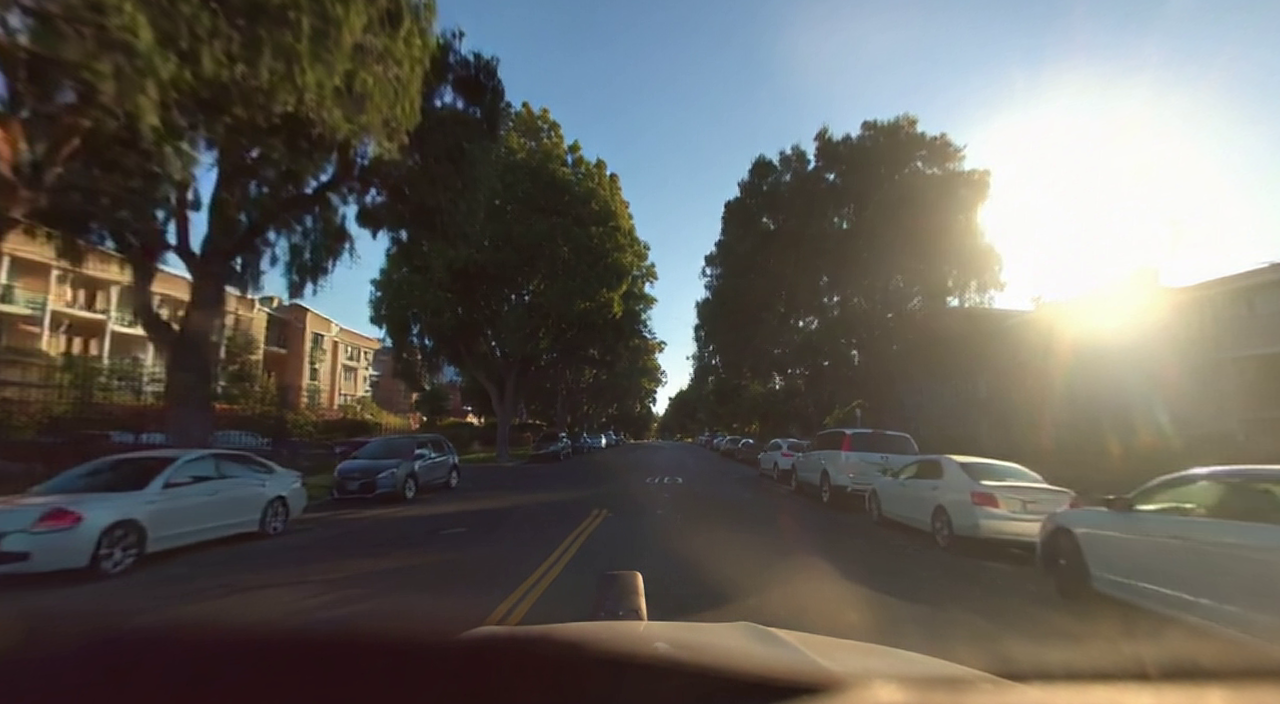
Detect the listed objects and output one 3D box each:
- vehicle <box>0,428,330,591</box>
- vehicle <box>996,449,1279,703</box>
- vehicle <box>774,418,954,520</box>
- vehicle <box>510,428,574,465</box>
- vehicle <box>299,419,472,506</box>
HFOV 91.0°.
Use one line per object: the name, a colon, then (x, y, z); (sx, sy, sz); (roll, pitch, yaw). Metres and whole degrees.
vehicle: (-6.336, 1.877, 8.317); (2.067, 1.510, 4.501); (-2, -9, 2)
vehicle: (4.672, 1.392, 4.329); (1.977, 1.410, 4.744); (-1, -9, 4)
vehicle: (5.039, 2.738, 15.400); (2.365, 1.970, 6.011); (0, -9, 2)
vehicle: (-5.285, 5.262, 34.606); (2.384, 1.781, 5.492); (-3, -10, 2)
vehicle: (-6.270, 2.851, 16.382); (2.235, 1.802, 5.138); (-3, -10, 2)
